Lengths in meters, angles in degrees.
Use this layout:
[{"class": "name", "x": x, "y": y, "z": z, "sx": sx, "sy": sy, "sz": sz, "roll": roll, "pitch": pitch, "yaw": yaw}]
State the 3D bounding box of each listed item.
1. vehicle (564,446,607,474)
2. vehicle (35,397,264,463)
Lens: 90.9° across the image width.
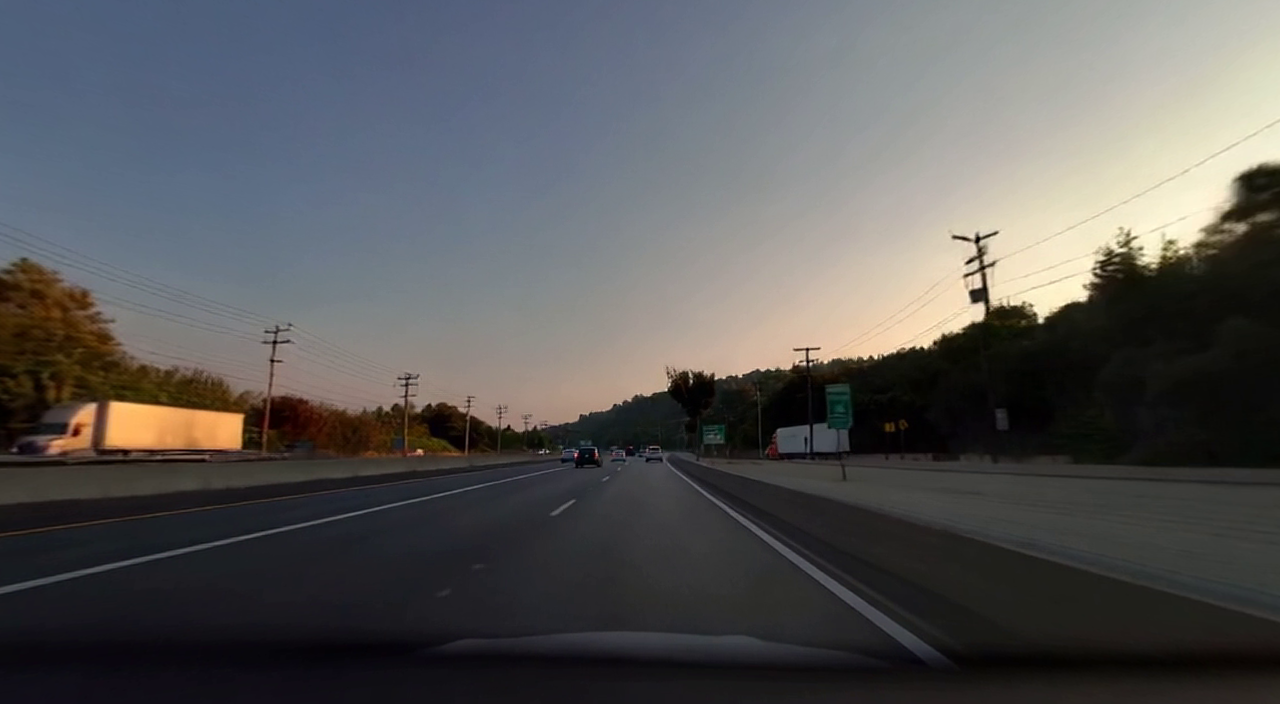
[{"class": "vehicle", "x": -3.463, "y": 6.977, "z": 41.000, "sx": 2.263, "sy": 1.696, "sz": 4.321, "roll": 0, "pitch": -9, "yaw": 1}, {"class": "vehicle", "x": -33.870, "y": 5.935, "z": 45.529, "sx": 2.917, "sy": 3.848, "sz": 17.244, "roll": 0, "pitch": -9, "yaw": 0}]
